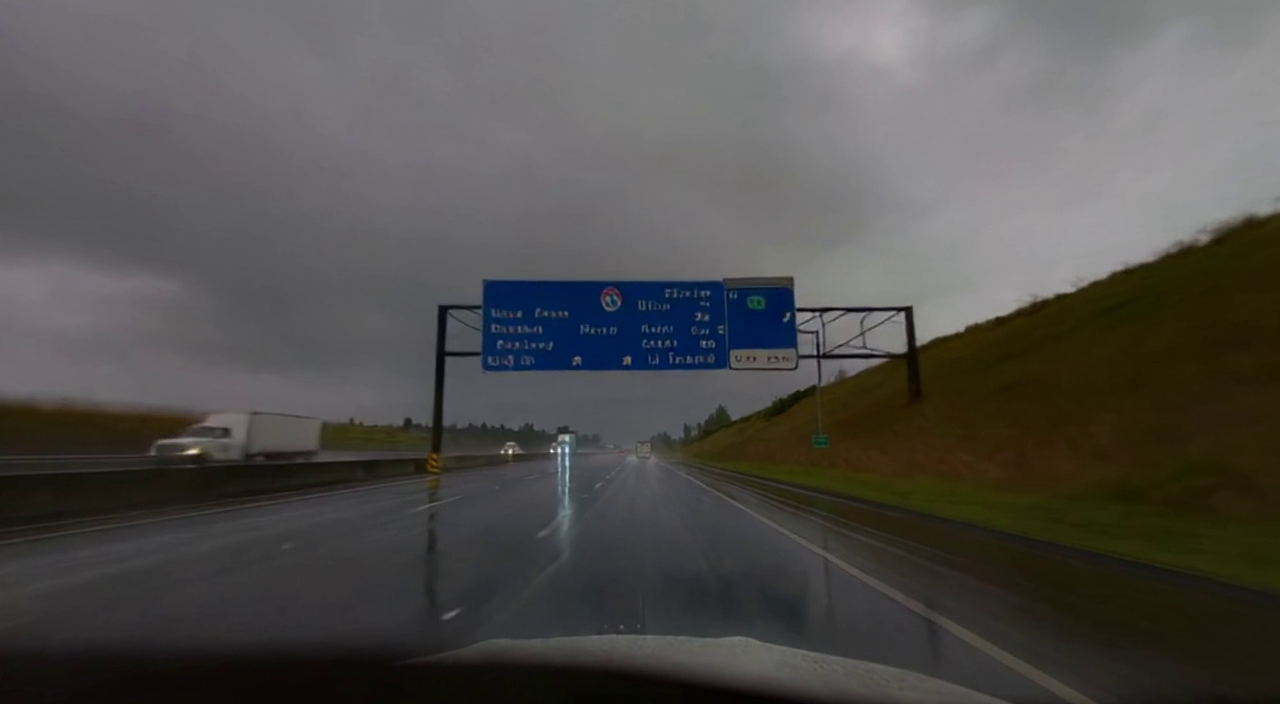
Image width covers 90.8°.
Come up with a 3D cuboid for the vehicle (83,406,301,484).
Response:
[{"bbox_3d":[-19.307,4.204,28.346,2.853,2.929,9.362,0,-9,0],"label":"vehicle"}]
